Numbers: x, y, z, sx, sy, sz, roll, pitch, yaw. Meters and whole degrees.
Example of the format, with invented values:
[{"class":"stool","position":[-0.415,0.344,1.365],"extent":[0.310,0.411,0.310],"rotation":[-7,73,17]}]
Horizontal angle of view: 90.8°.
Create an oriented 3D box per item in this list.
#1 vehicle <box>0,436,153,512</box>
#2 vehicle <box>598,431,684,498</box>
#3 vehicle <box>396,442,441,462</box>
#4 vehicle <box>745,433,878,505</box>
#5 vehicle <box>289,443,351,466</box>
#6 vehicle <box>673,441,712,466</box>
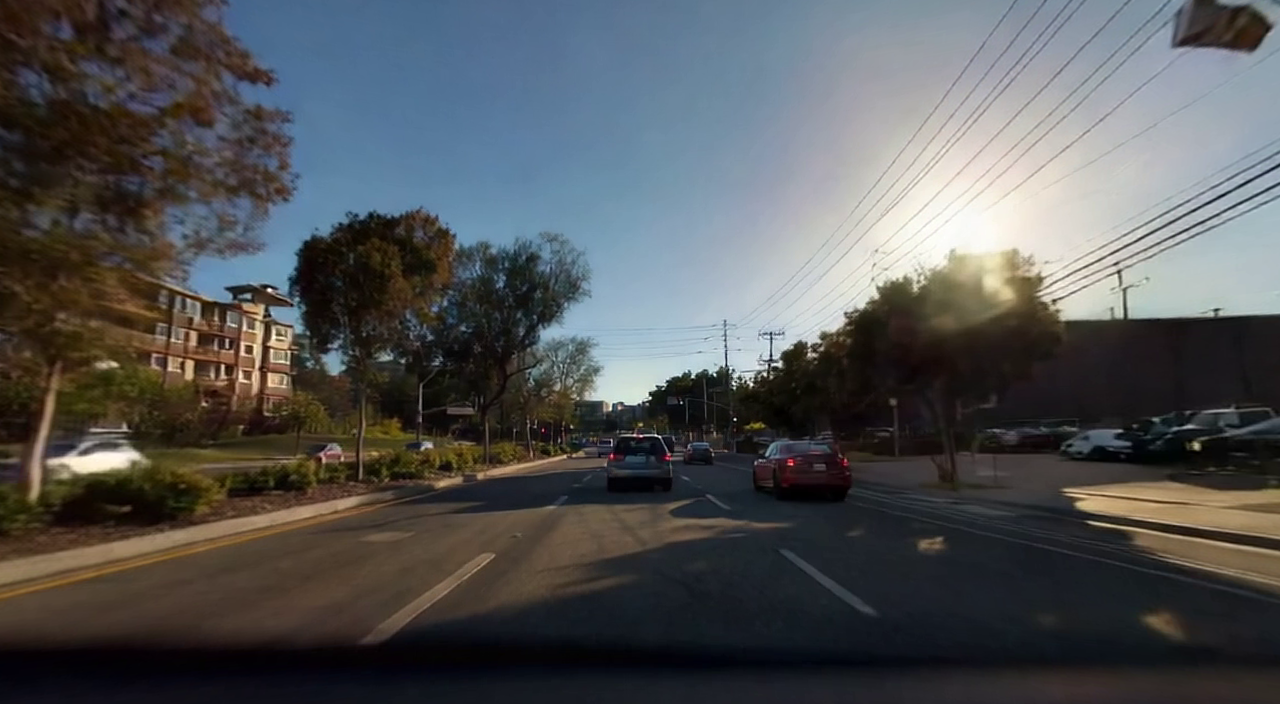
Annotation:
[{"class":"vehicle","position":[-13.730,2.686,14.246],"extent":[2.031,1.490,4.284],"rotation":[0,-8,0]},{"class":"vehicle","position":[-0.013,3.039,17.389],"extent":[2.073,1.606,3.933],"rotation":[0,-8,-1]},{"class":"vehicle","position":[-17.460,7.888,49.925],"extent":[1.873,1.459,4.447],"rotation":[0,-8,1]},{"class":"vehicle","position":[4.112,2.883,16.037],"extent":[2.086,1.534,4.351],"rotation":[0,-8,-1]},{"class":"vehicle","position":[-21.545,6.916,42.734],"extent":[1.821,1.485,4.393],"rotation":[0,-8,0]},{"class":"vehicle","position":[3.318,6.504,40.593],"extent":[2.054,1.461,4.321],"rotation":[0,-8,-1]}]
